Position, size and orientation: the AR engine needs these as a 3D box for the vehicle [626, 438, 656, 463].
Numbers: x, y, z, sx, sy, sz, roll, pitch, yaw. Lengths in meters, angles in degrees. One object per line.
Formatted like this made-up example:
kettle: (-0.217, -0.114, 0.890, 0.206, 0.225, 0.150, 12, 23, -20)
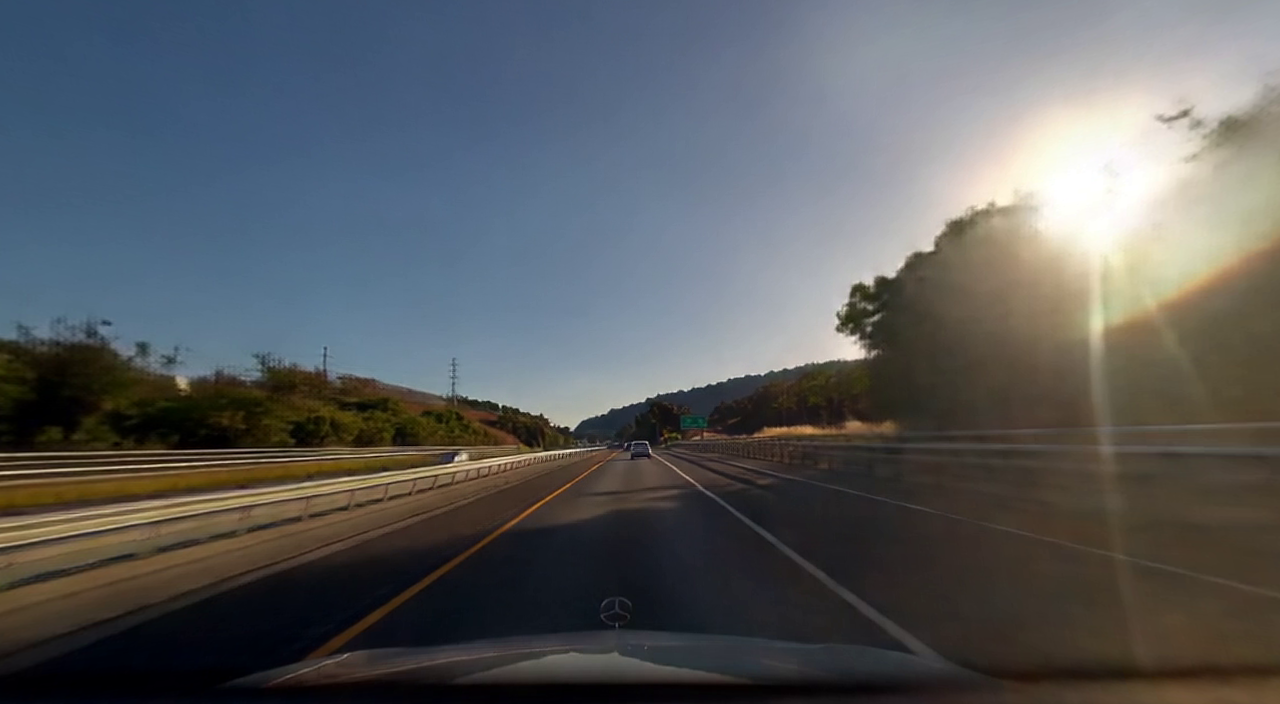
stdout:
vehicle: (0.022, 7.020, 44.954, 2.059, 1.696, 4.165, 0, -8, -1)
